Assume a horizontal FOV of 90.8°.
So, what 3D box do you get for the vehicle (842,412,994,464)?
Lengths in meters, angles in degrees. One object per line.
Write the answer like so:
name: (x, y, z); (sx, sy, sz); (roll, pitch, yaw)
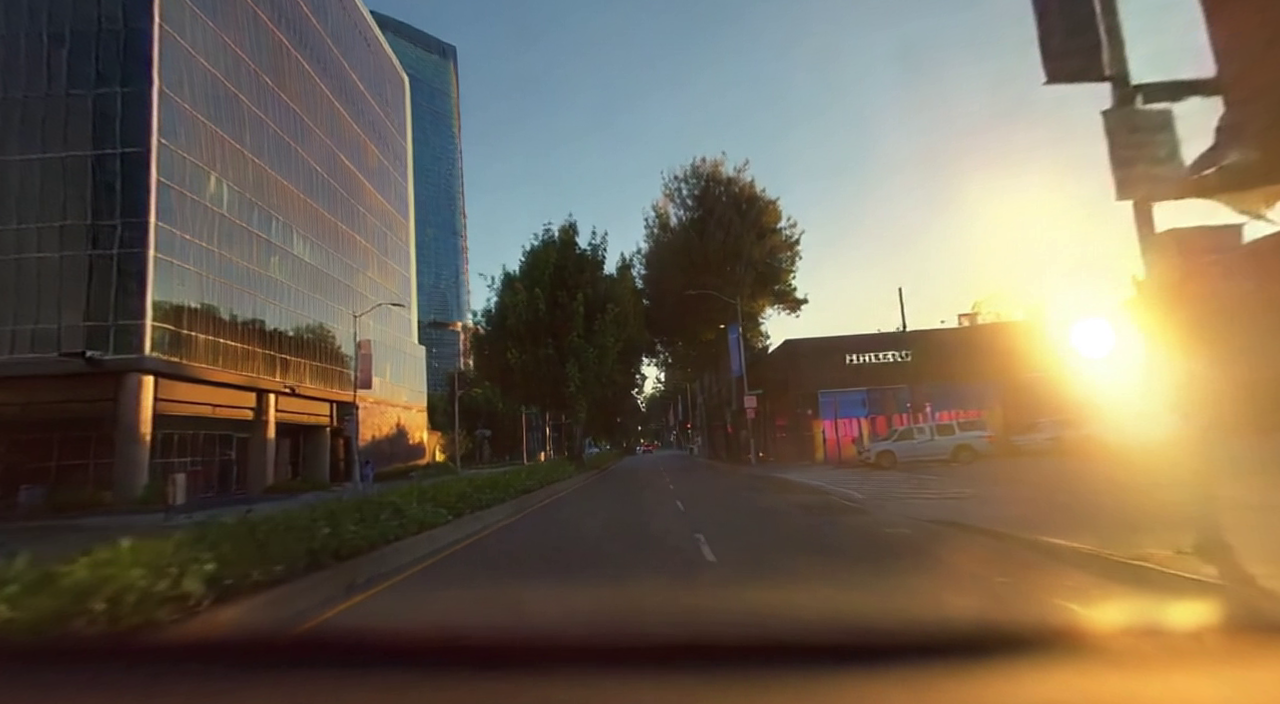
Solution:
vehicle: (10.201, 3.236, 23.592); (4.694, 1.826, 2.226); (-2, -9, 10)
